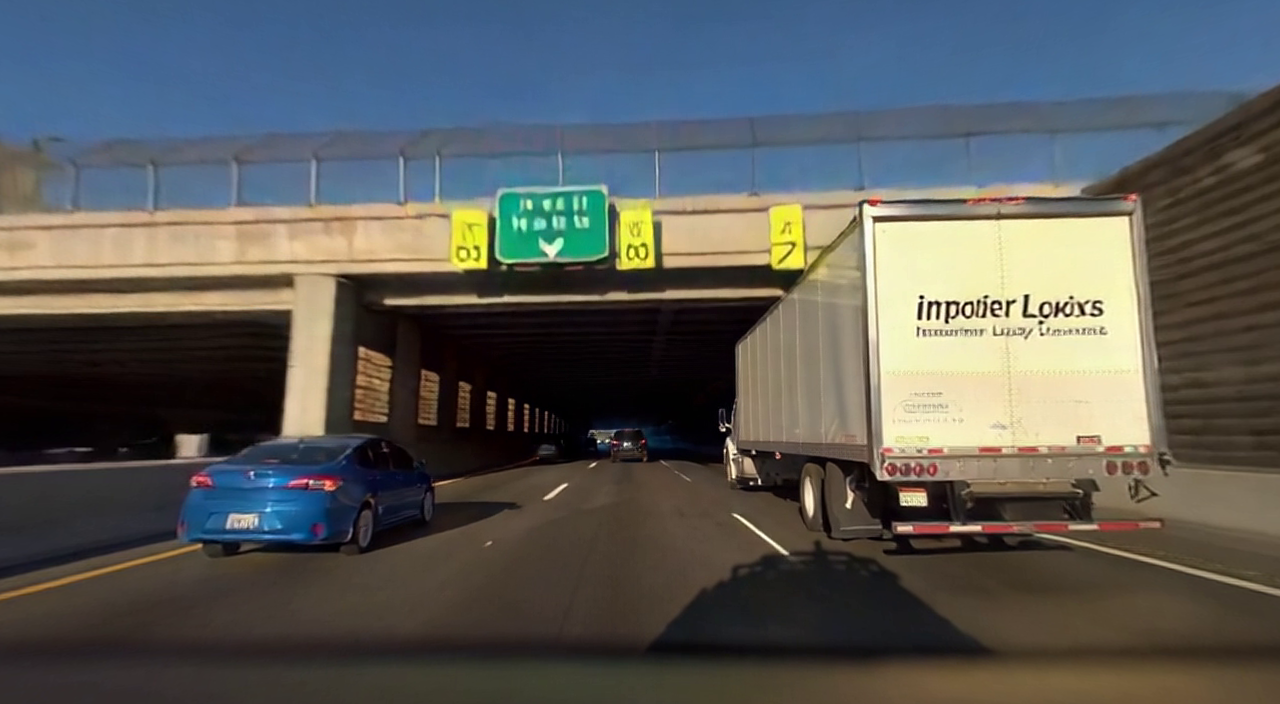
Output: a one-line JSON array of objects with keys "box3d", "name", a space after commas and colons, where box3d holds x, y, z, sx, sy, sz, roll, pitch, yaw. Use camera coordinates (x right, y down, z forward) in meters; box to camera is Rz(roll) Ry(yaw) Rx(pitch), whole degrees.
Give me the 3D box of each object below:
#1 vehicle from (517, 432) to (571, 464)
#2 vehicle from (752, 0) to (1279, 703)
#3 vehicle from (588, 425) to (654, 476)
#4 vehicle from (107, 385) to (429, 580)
[{"box3d": [-4.639, 4.702, 31.059, 2.019, 1.435, 4.317, 0, -8, -1], "name": "vehicle"}, {"box3d": [3.908, 0.012, 5.841, 2.842, 4.108, 14.081, 0, -8, -1], "name": "vehicle"}, {"box3d": [-0.647, 3.412, 22.083, 2.094, 1.600, 3.666, 0, -8, -1], "name": "vehicle"}, {"box3d": [-3.750, 1.335, 7.031, 1.826, 1.695, 2.870, 0, -8, -1], "name": "vehicle"}]
